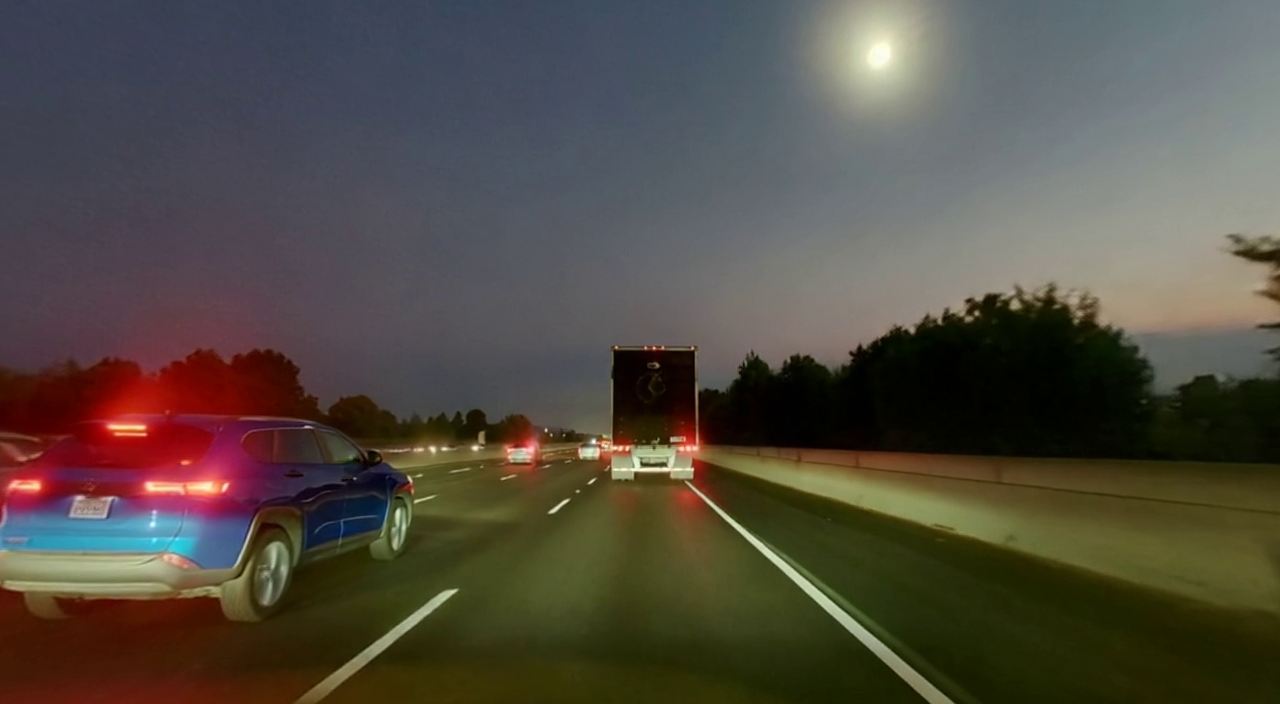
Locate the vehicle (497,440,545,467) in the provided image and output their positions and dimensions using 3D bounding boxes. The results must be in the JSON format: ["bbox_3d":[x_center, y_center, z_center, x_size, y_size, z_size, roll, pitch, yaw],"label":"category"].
[{"bbox_3d":[-6.894,5.951,37.108,1.882,1.451,4.416,0,-9,1],"label":"vehicle"}]

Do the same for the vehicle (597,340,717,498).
[{"bbox_3d":[0.411,2.397,20.638,2.870,3.841,10.653,0,-9,0],"label":"vehicle"}]

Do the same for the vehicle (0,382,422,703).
[{"bbox_3d":[-3.751,1.311,5.503,2.077,1.671,4.249,0,-9,1],"label":"vehicle"}]
